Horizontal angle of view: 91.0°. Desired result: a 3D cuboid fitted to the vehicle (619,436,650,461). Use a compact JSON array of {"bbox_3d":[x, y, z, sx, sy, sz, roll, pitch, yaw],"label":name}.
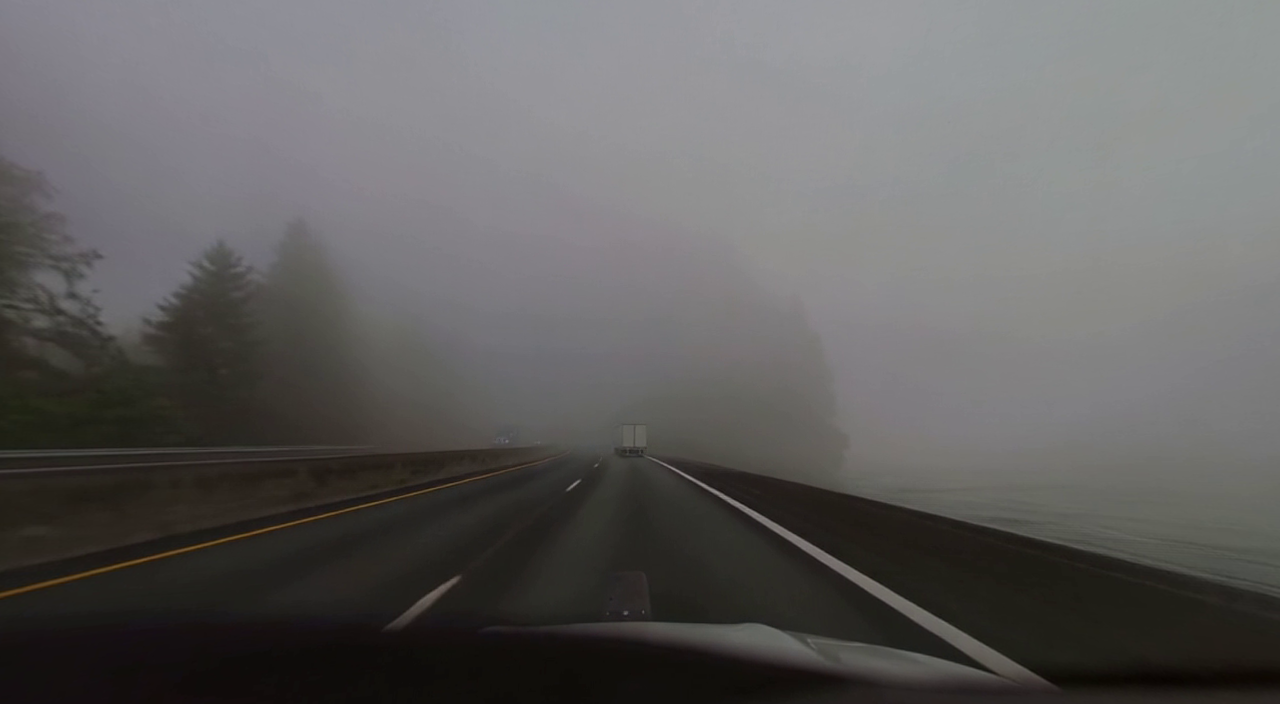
[{"bbox_3d":[-0.472,7.134,46.467,2.079,1.729,4.380,0,-8,-3],"label":"vehicle"}]
